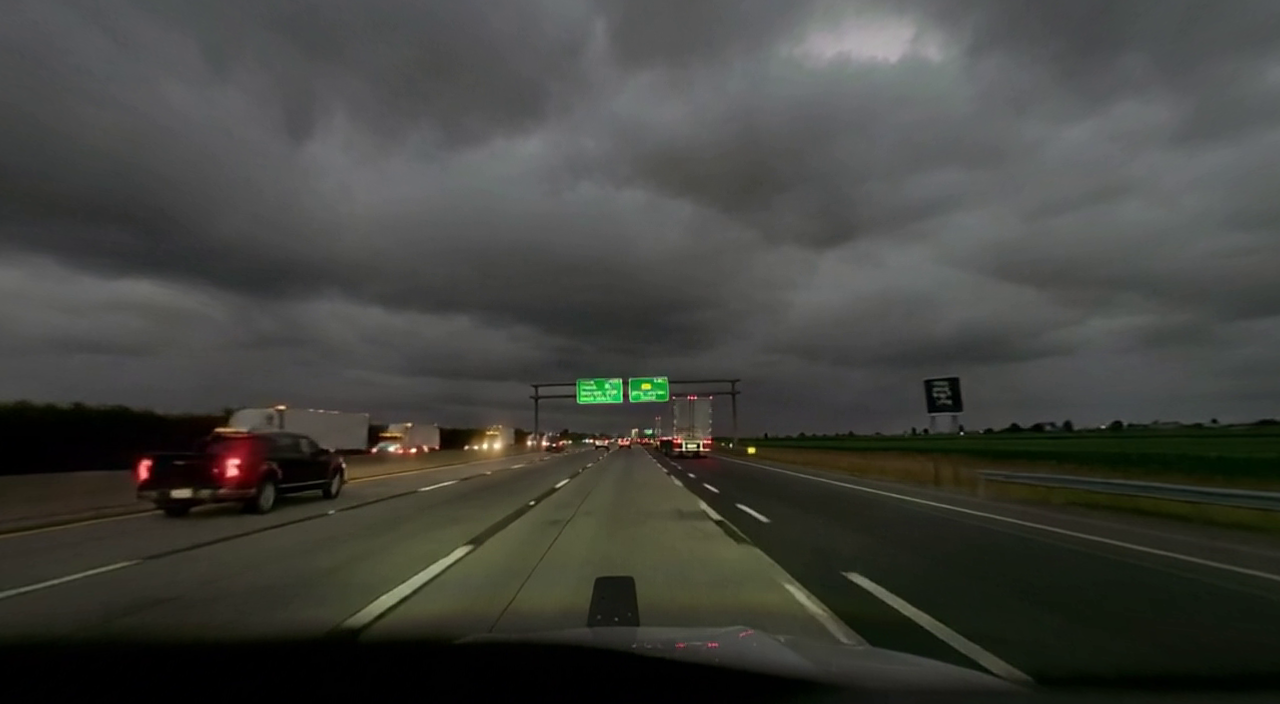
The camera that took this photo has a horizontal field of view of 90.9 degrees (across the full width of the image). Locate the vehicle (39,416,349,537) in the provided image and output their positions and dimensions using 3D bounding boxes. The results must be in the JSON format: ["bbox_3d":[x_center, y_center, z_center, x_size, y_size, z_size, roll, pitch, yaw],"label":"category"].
[{"bbox_3d":[-7.224,2.019,11.023,2.076,1.636,4.597,0,-8,0],"label":"vehicle"}]

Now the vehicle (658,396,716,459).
[{"bbox_3d":[2.964,5.250,43.592,2.760,3.710,12.230,0,-7,-1],"label":"vehicle"}]
